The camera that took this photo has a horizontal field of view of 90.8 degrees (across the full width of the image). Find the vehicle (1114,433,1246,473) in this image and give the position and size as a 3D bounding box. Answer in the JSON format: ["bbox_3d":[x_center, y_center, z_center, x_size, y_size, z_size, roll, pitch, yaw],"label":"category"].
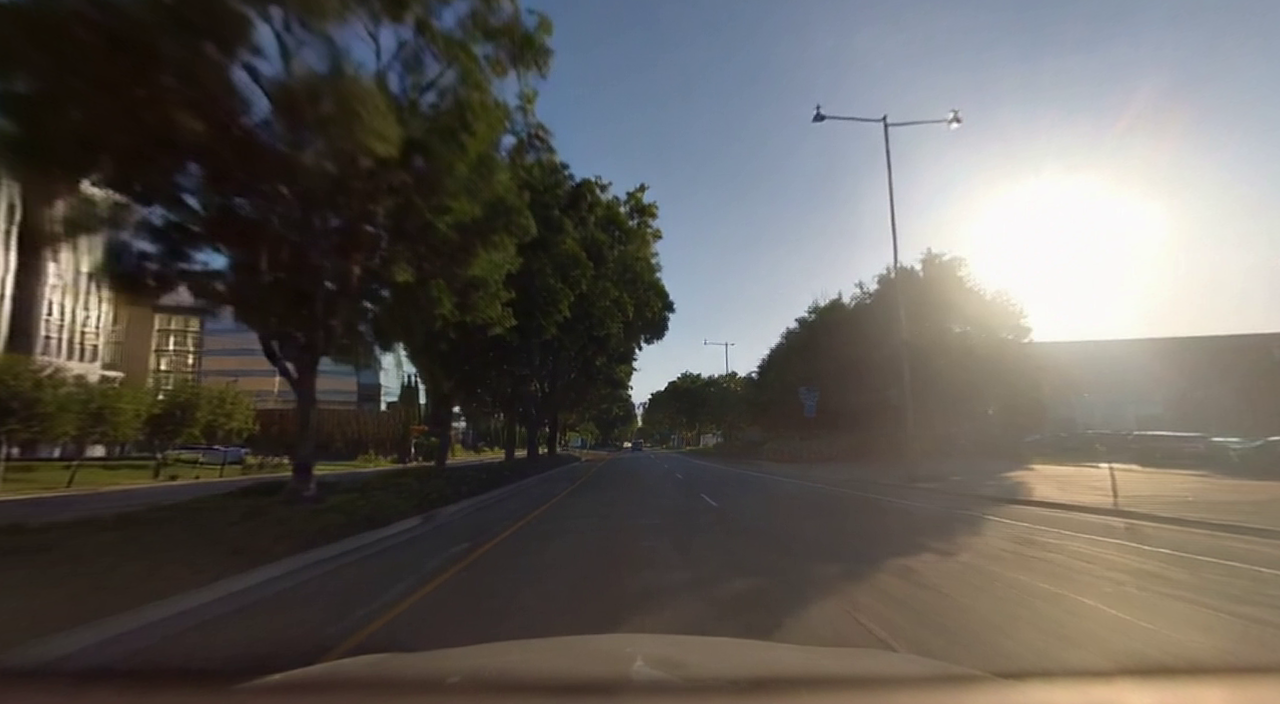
[{"bbox_3d":[30.056,5.644,35.288,5.244,1.992,2.226,-1,-9,-2],"label":"vehicle"}]

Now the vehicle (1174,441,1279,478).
[{"bbox_3d":[30.550,5.500,32.459,4.305,1.794,1.994,0,-8,0],"label":"vehicle"}]
